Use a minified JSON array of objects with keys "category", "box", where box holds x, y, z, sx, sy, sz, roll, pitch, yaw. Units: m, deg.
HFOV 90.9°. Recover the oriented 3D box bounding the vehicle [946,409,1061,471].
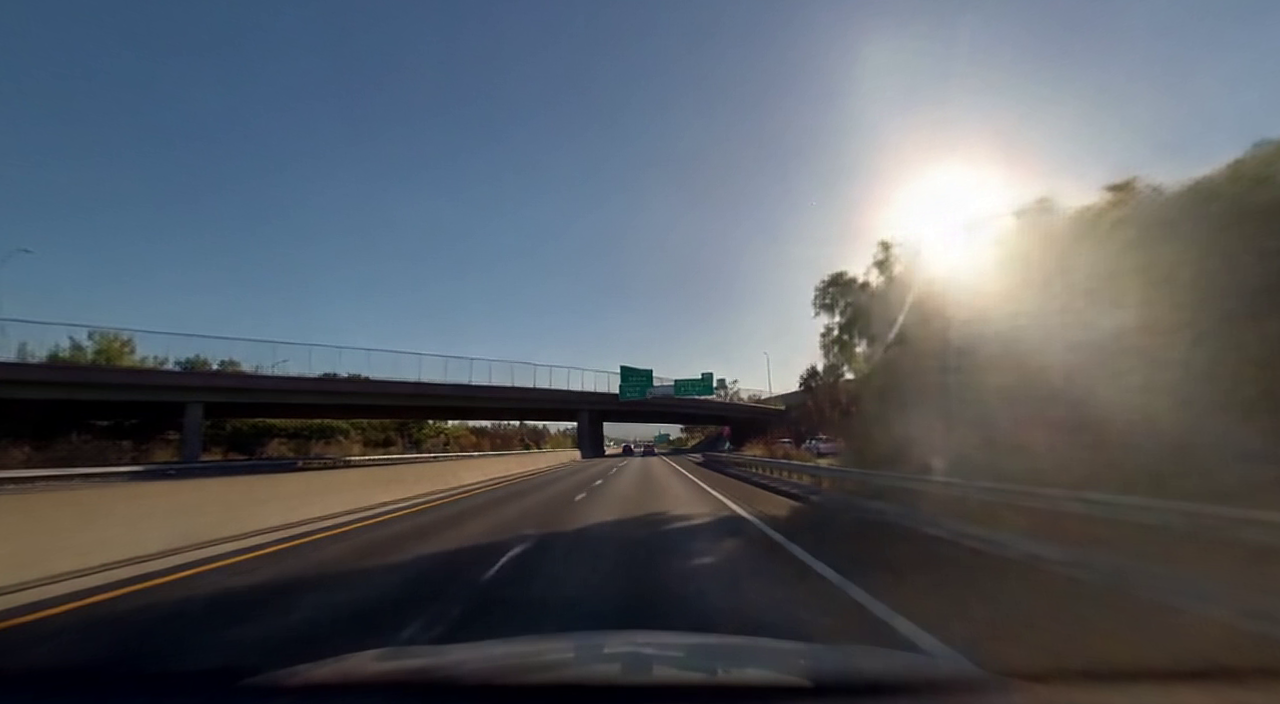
[{"category":"vehicle","box":[27.815,6.857,49.061,3.160,4.297,9.428,0,-8,0]}]
